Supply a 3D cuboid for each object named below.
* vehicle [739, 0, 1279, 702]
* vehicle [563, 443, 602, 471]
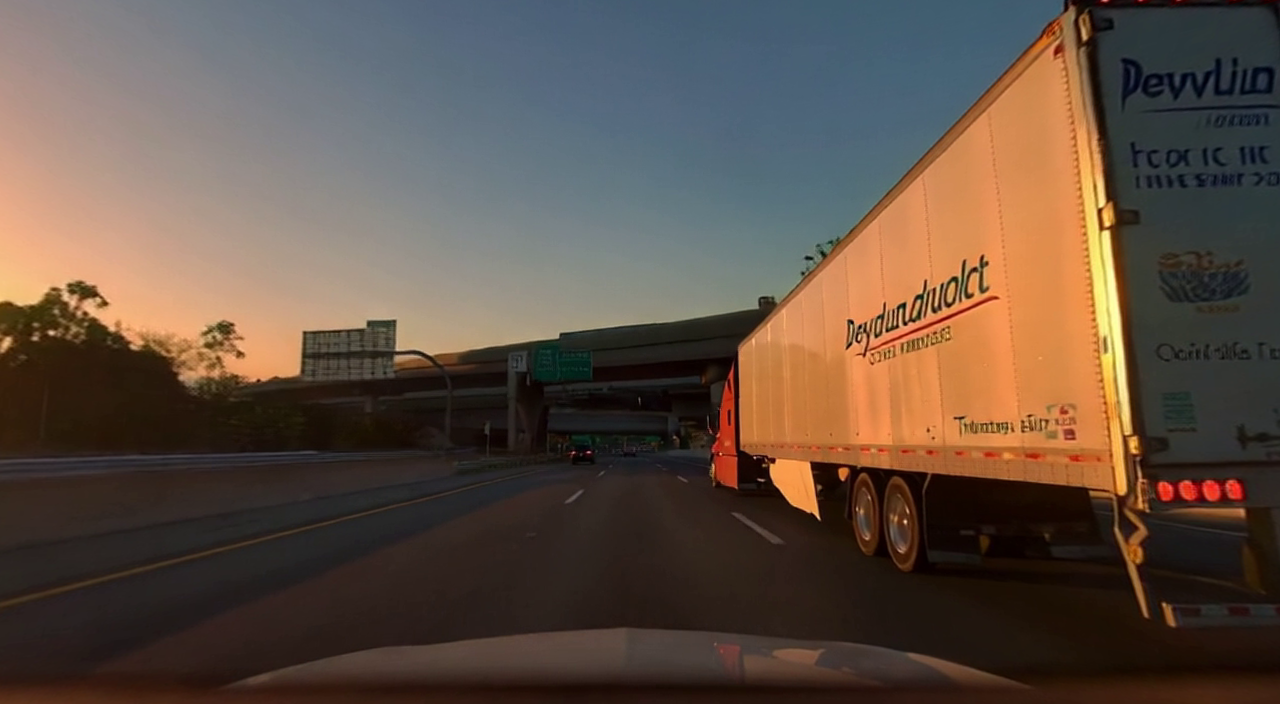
[{"bbox_3d":[3.969,0.616,9.709,2.962,4.132,12.720,0,-8,1],"label":"vehicle"},{"bbox_3d":[-3.528,6.531,39.505,2.030,1.657,3.926,0,-8,0],"label":"vehicle"}]
